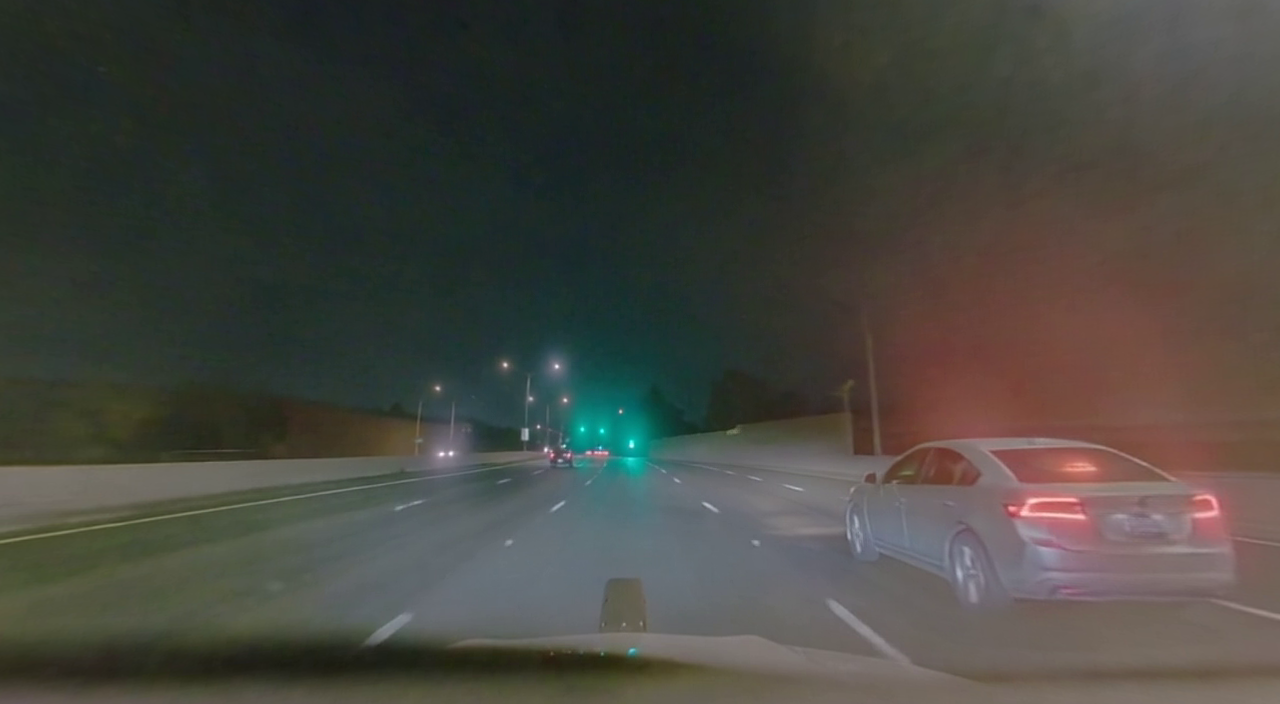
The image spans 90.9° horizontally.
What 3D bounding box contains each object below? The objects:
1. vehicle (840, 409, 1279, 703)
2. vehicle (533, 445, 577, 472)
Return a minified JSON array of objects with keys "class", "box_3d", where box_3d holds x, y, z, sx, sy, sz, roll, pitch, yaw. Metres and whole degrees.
[{"class":"vehicle","box_3d":[3.256,1.292,4.562,2.030,1.490,4.737,0,-8,0]},{"class":"vehicle","box_3d":[-4.852,6.149,36.725,2.014,1.481,4.156,0,-8,-1]}]
